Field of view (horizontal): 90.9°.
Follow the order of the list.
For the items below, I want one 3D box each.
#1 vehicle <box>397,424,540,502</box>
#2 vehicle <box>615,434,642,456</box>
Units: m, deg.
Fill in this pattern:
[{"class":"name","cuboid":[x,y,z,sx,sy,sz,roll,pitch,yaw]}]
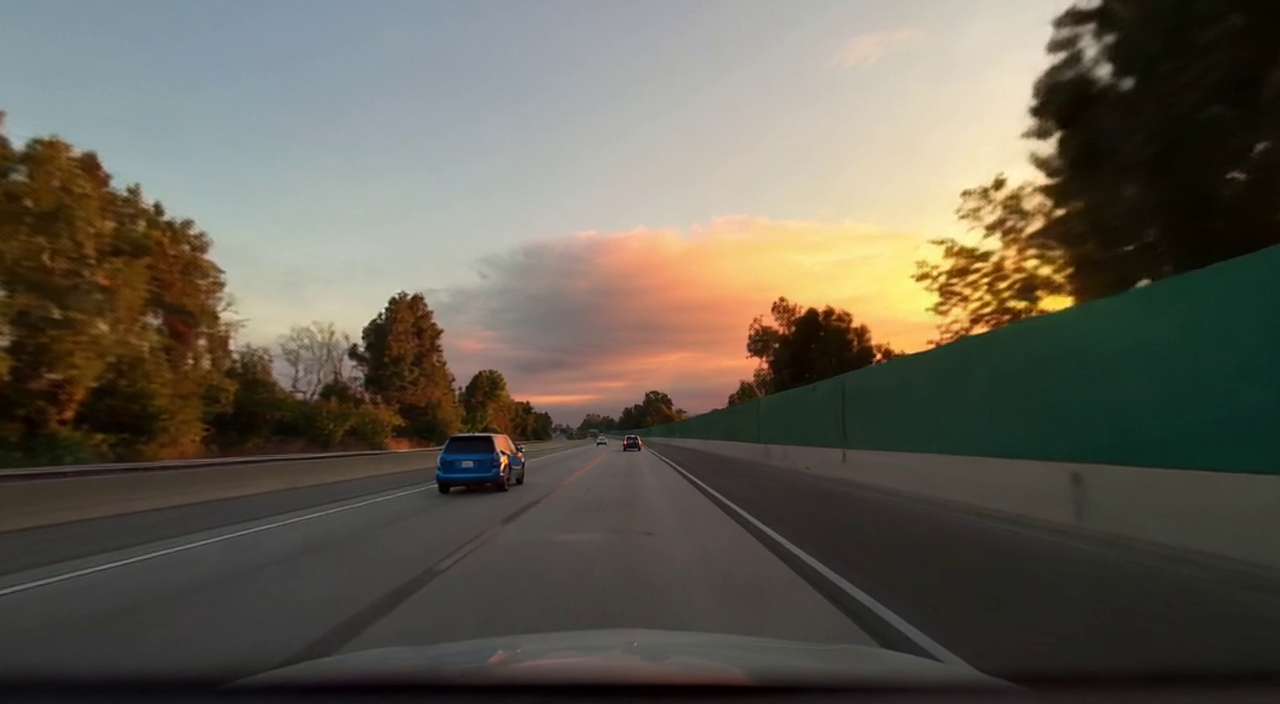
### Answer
[{"class":"vehicle","cuboid":[-3.784,2.518,14.916,2.072,1.545,4.767,0,-8,0]},{"class":"vehicle","cuboid":[-0.827,6.484,44.111,1.836,1.450,3.519,0,-8,-1]}]
